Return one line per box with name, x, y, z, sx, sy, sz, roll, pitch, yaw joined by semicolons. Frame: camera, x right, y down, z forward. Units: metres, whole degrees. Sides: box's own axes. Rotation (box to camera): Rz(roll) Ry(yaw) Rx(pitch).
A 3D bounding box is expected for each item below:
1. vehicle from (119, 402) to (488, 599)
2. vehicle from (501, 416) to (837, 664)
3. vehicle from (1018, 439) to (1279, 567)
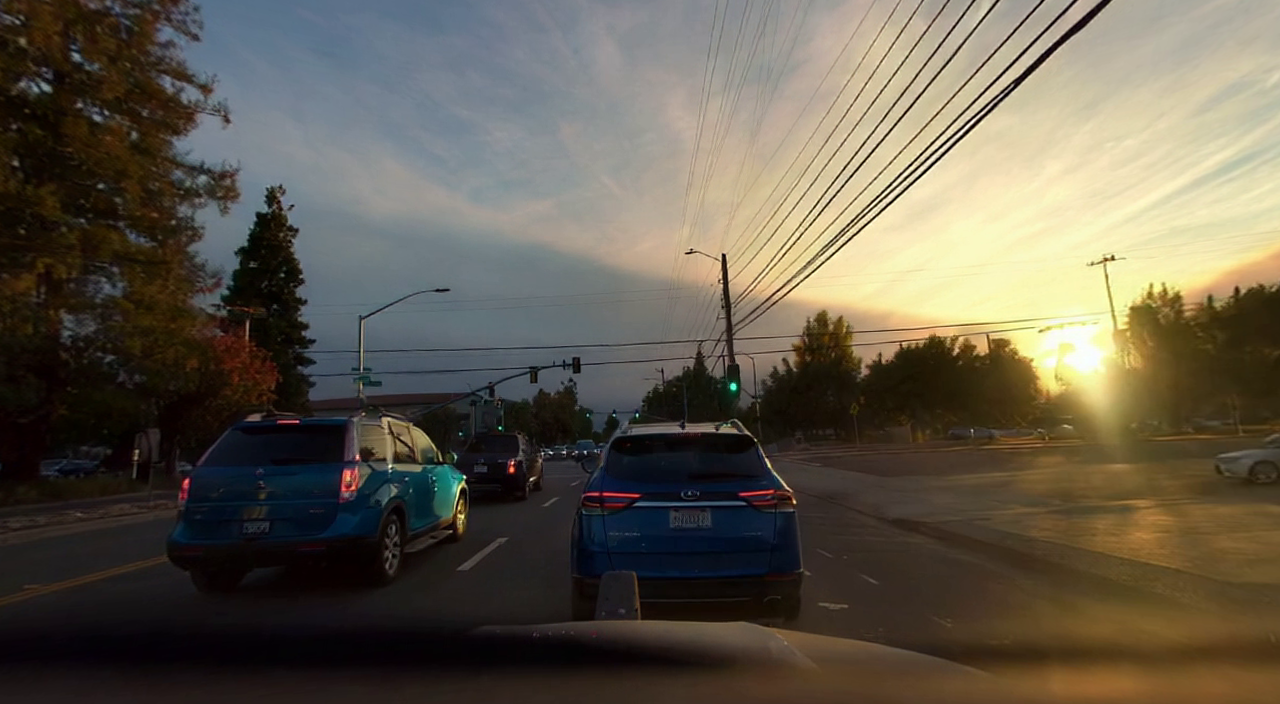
vehicle;-3.473;1.623;7.763;2.105;1.706;4.337;0;-9;0
vehicle;0.112;1.449;5.946;2.056;1.487;4.003;0;-9;-2
vehicle;8.382;2.160;9.931;1.993;1.508;4.521;0;-9;-1
